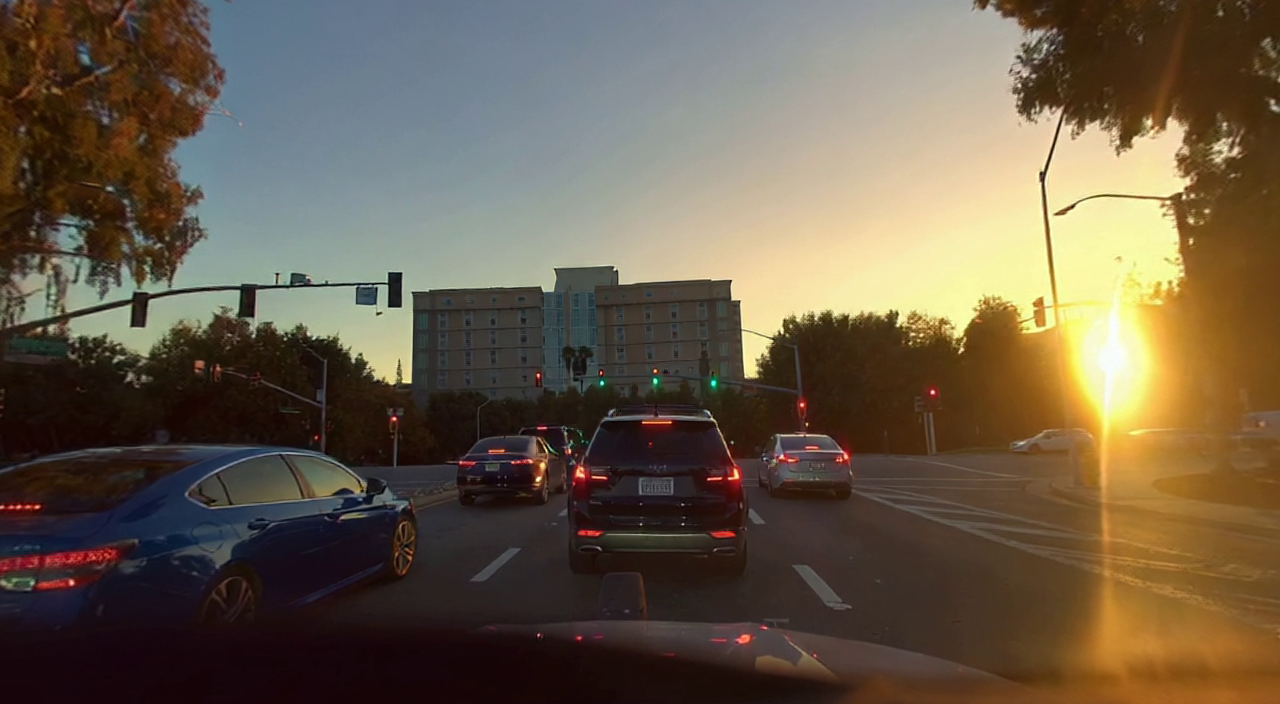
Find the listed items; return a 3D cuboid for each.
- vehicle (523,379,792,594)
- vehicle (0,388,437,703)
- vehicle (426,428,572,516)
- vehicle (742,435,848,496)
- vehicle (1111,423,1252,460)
[{"bbox_3d":[0.204,1.466,7.659,2.300,1.832,4.331,0,-8,1],"label":"vehicle"},{"bbox_3d":[-3.226,1.195,4.402,1.958,1.494,4.624,0,-8,2],"label":"vehicle"},{"bbox_3d":[-2.689,2.389,13.059,1.851,1.502,4.042,0,-8,4],"label":"vehicle"},{"bbox_3d":[4.096,3.059,17.348,1.979,1.453,4.011,0,-8,1],"label":"vehicle"},{"bbox_3d":[23.846,3.965,27.950,4.026,1.573,2.271,-1,-8,7],"label":"vehicle"}]
